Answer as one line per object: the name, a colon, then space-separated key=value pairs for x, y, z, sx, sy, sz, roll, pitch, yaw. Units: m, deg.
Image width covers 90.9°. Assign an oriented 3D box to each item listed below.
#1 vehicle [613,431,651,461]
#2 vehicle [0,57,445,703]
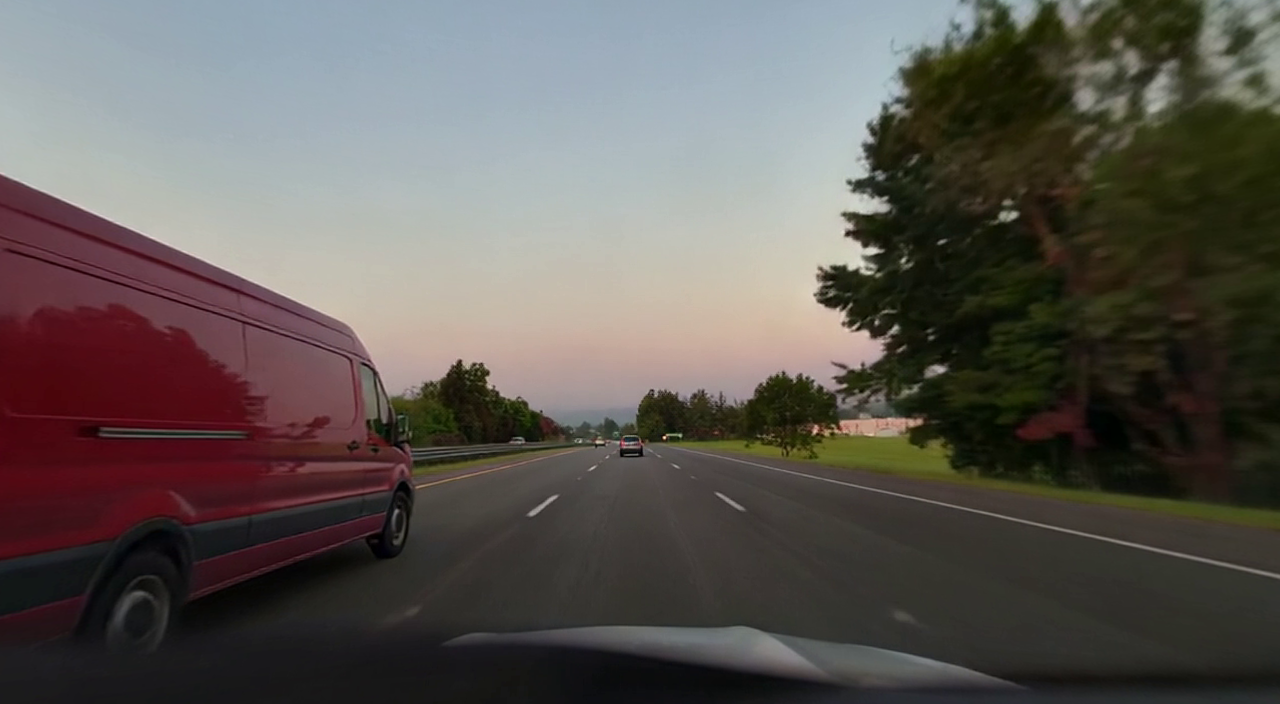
vehicle: x=-0.464 y=5.458 z=36.701 sx=2.104 sy=1.646 sz=4.176 roll=0 pitch=-8 yaw=-1
vehicle: x=-3.464 y=0.597 z=4.419 sx=2.424 sy=2.577 sz=5.828 roll=0 pitch=-8 yaw=-1
